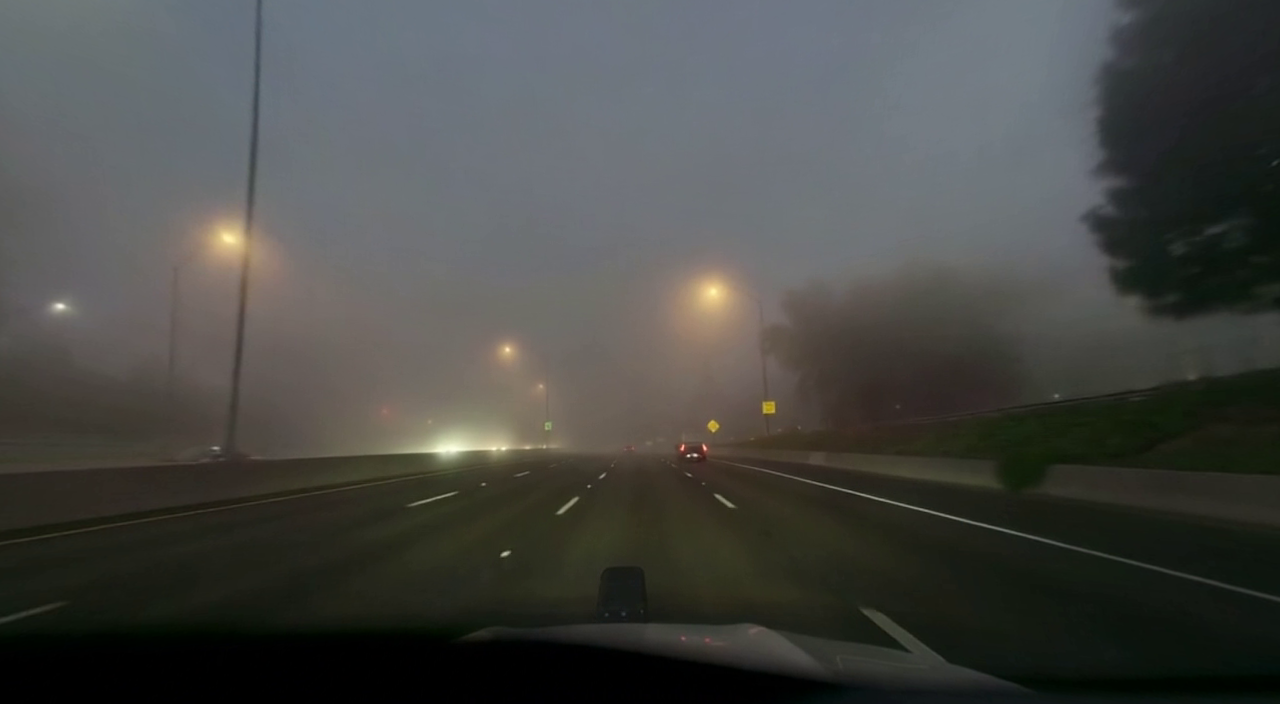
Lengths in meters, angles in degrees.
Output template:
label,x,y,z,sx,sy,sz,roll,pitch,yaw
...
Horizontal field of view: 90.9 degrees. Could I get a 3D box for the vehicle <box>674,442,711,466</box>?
label,x,y,z,sx,sy,sz,roll,pitch,yaw
vehicle,3.358,6.593,41.063,1.926,1.477,4.025,0,-8,-2

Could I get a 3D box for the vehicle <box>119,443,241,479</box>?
label,x,y,z,sx,sy,sz,roll,pitch,yaw
vehicle,-20.308,4.807,28.139,1.950,1.474,4.549,0,-8,0
